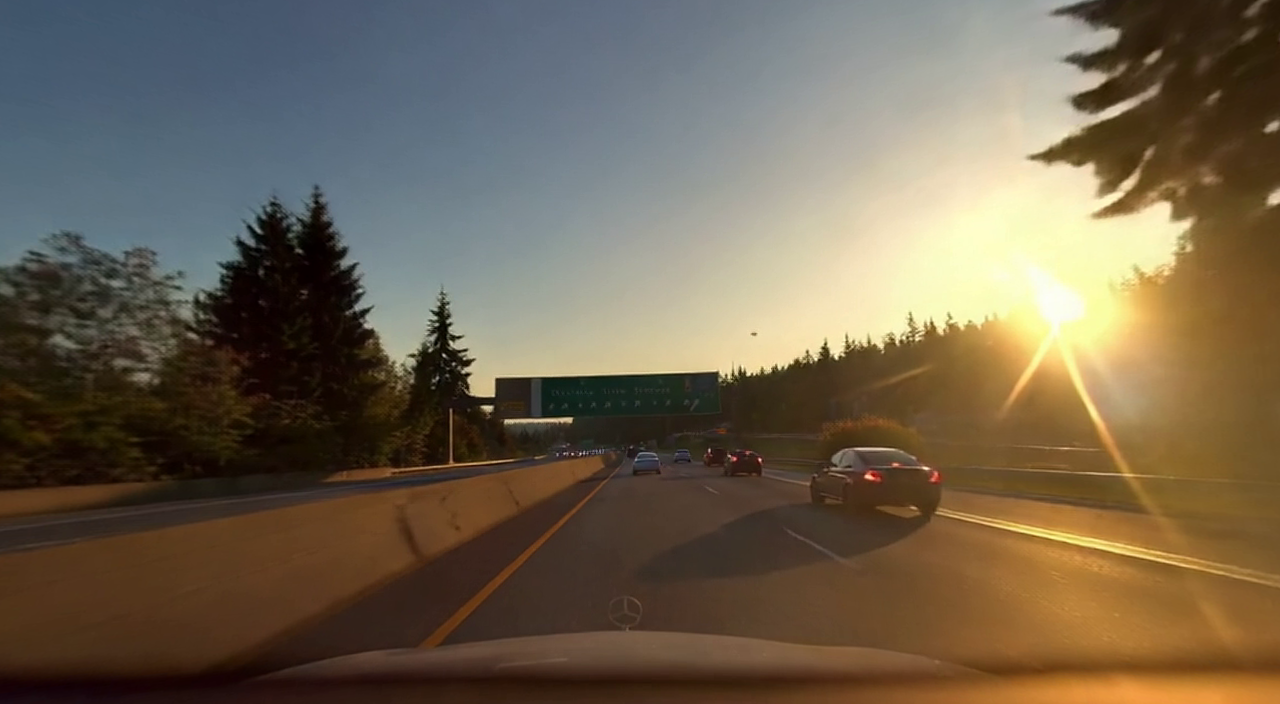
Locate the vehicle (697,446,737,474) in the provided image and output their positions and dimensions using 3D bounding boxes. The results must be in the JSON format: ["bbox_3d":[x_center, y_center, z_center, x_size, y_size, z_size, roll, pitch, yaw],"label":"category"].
[{"bbox_3d":[4.835,6.856,40.090,1.969,1.639,4.472,0,-9,0],"label":"vehicle"}]

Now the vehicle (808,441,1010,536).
[{"bbox_3d":[4.854,2.515,12.264,1.827,1.462,4.697,0,-9,0],"label":"vehicle"}]

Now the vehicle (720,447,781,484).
[{"bbox_3d":[4.799,4.994,27.901,1.952,1.495,3.740,0,-9,-1],"label":"vehicle"}]

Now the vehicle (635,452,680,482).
[{"bbox_3d":[0.778,5.426,30.026,2.012,1.320,3.777,0,-9,0],"label":"vehicle"}]
